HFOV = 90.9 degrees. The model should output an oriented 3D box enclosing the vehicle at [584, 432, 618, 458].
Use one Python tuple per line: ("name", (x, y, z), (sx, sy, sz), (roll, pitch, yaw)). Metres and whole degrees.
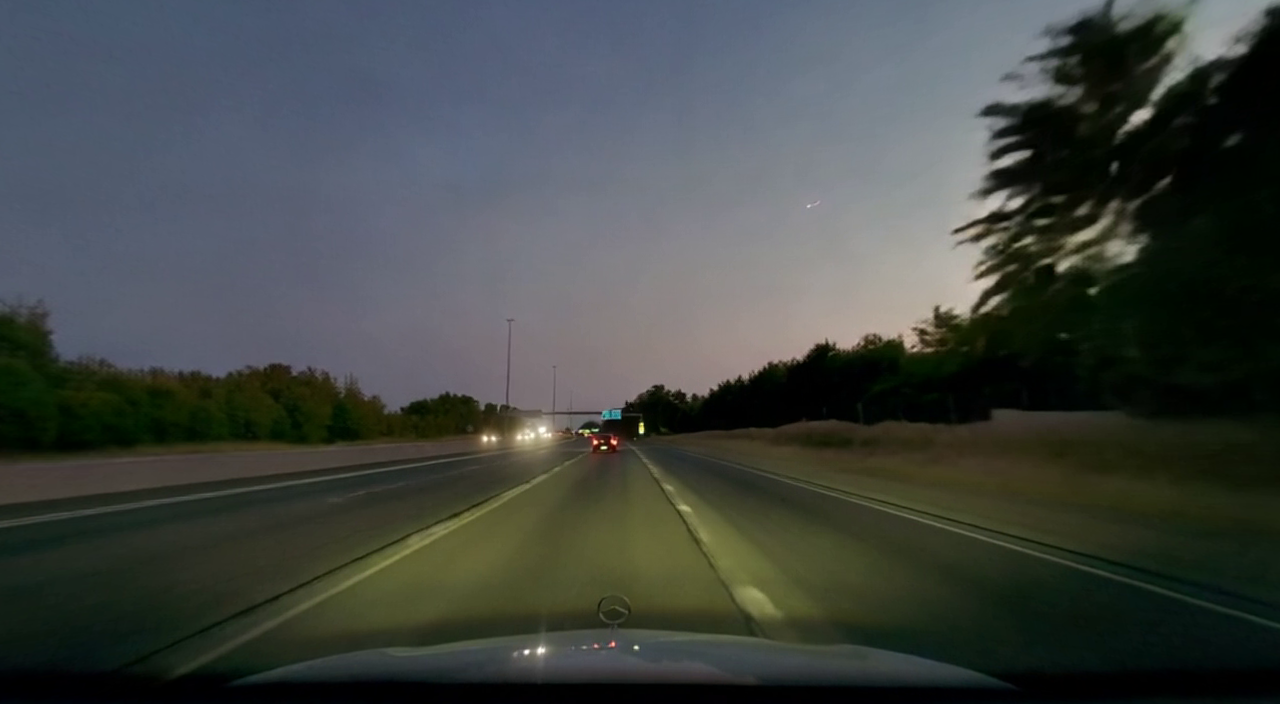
("vehicle", (-2.405, 5.792, 39.381), (2.000, 1.491, 3.913), (0, -7, -3))
